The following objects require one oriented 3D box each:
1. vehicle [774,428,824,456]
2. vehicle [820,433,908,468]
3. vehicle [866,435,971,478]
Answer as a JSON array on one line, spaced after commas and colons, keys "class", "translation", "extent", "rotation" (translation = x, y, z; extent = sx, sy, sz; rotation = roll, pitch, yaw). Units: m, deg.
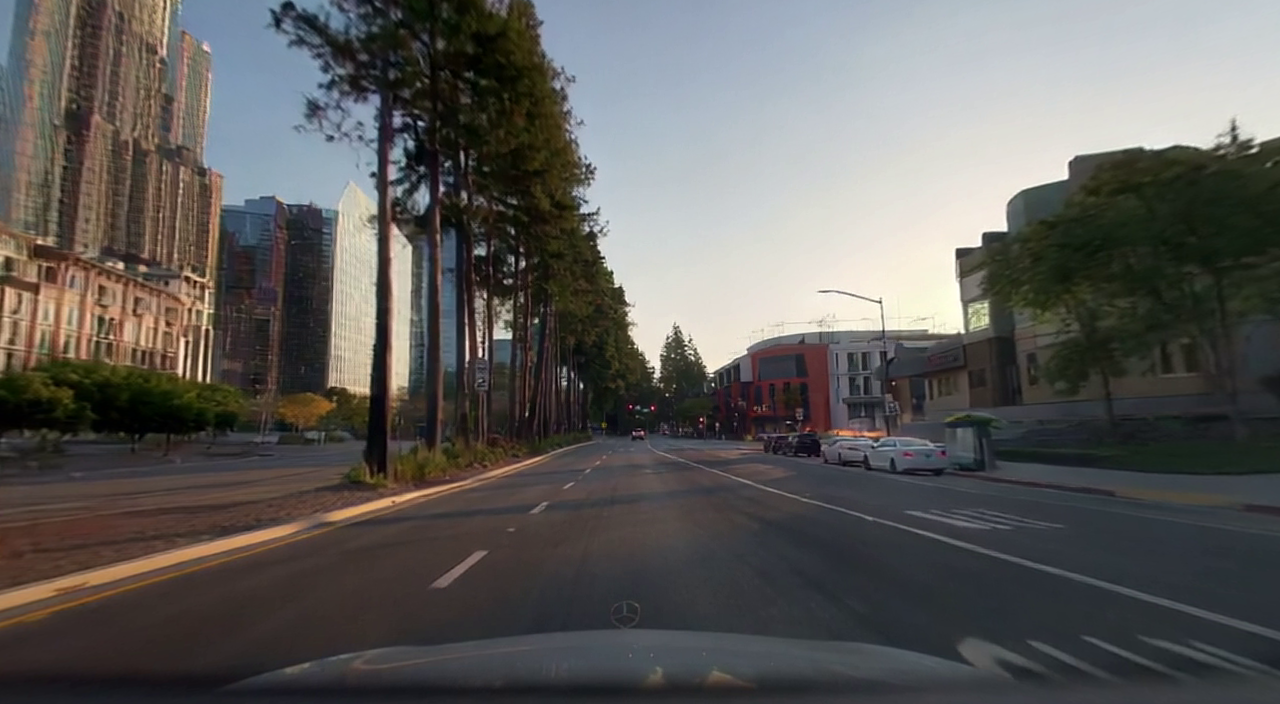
[{"class": "vehicle", "translation": [10.434, 5.981, 41.815], "extent": [1.947, 1.716, 4.861], "rotation": [0, -8, -1]}, {"class": "vehicle", "translation": [10.618, 4.739, 30.419], "extent": [1.977, 1.519, 4.953], "rotation": [1, -9, -6]}, {"class": "vehicle", "translation": [10.674, 4.047, 24.641], "extent": [1.927, 1.489, 4.532], "rotation": [0, -8, -1]}]
